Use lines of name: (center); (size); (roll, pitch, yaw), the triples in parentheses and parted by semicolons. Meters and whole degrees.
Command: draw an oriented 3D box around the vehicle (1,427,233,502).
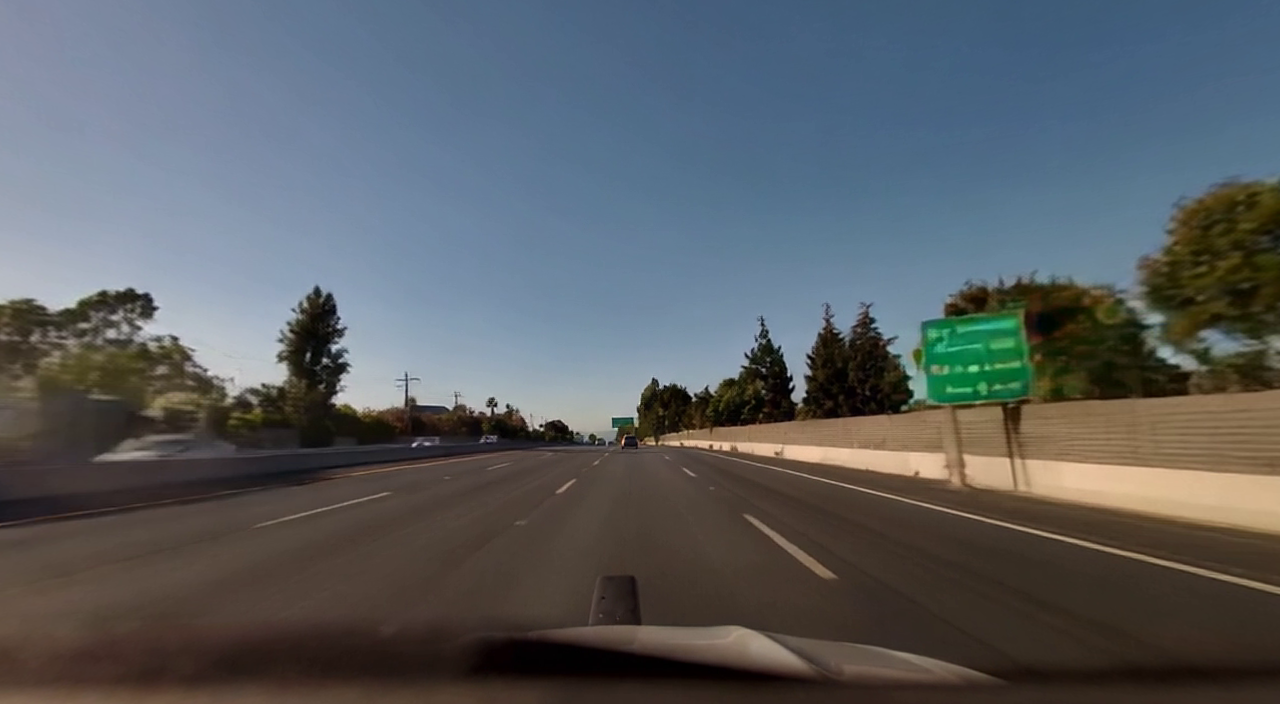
vehicle: (-12.259, 2.616, 15.285); (1.865, 1.520, 4.412); (0, -7, 0)
